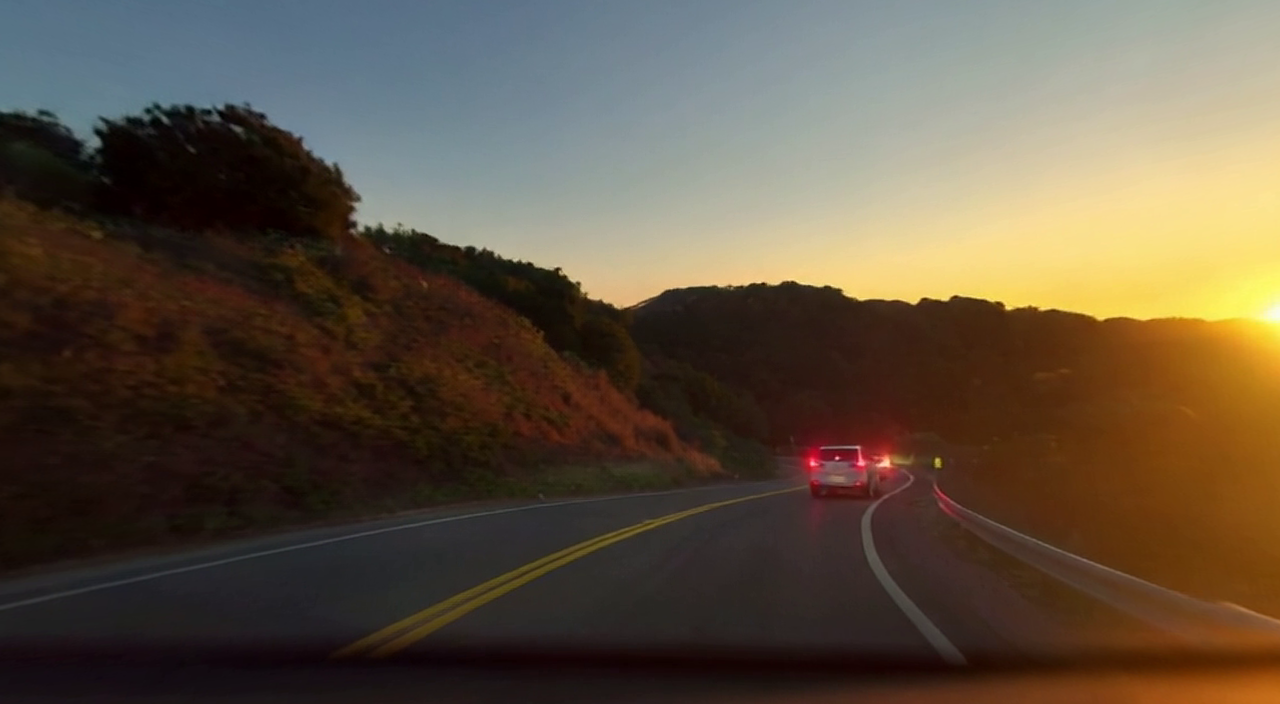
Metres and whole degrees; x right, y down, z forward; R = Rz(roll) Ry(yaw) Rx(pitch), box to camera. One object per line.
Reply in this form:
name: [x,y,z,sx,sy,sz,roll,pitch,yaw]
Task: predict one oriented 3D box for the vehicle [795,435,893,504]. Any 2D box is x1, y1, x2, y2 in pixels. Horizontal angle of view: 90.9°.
vehicle: [7.092,3.860,21.396,2.500,1.961,5.637,-4,-9,24]
